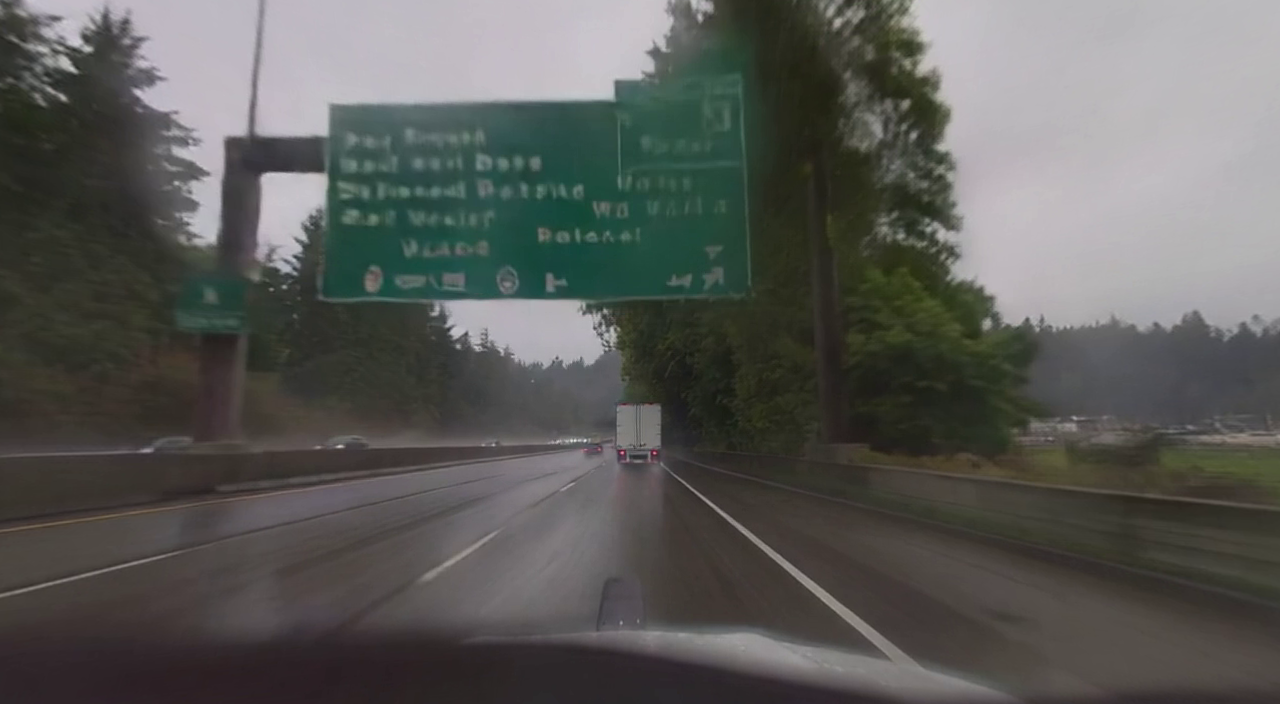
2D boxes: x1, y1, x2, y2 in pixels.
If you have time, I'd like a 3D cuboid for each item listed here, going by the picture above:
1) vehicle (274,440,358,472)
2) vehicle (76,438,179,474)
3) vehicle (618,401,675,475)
[{"bbox_3d":[-16.465,5.326,32.350,1.897,1.491,4.483,0,-9,0],"label":"vehicle"},{"bbox_3d":[-22.750,4.639,28.178,1.681,1.456,3.484,0,-9,-1],"label":"vehicle"},{"bbox_3d":[0.209,5.438,38.883,2.976,3.800,12.335,0,-9,-1],"label":"vehicle"}]
